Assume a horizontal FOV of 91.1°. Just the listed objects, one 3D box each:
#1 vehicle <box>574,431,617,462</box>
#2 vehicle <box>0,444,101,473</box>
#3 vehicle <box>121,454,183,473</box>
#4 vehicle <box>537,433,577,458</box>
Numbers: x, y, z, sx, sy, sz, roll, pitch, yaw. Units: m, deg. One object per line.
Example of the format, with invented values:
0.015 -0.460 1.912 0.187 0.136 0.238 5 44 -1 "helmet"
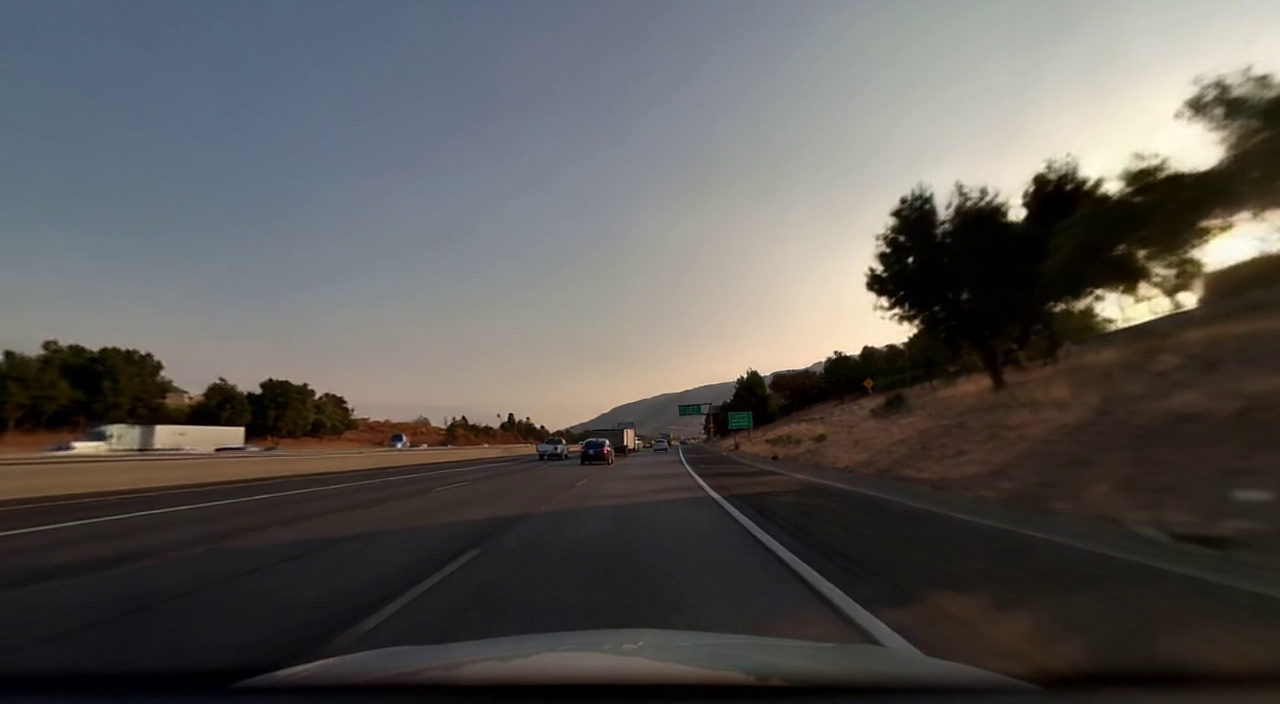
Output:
-2.622 5.719 37.892 2.194 1.766 3.720 0 -8 2 "vehicle"
-40.853 7.298 43.335 2.024 1.820 5.703 0 -8 2 "vehicle"
-36.557 8.336 47.147 1.550 1.275 3.866 -1 -8 0 "vehicle"
-6.027 6.883 46.058 2.078 1.729 4.722 0 -8 3 "vehicle"
